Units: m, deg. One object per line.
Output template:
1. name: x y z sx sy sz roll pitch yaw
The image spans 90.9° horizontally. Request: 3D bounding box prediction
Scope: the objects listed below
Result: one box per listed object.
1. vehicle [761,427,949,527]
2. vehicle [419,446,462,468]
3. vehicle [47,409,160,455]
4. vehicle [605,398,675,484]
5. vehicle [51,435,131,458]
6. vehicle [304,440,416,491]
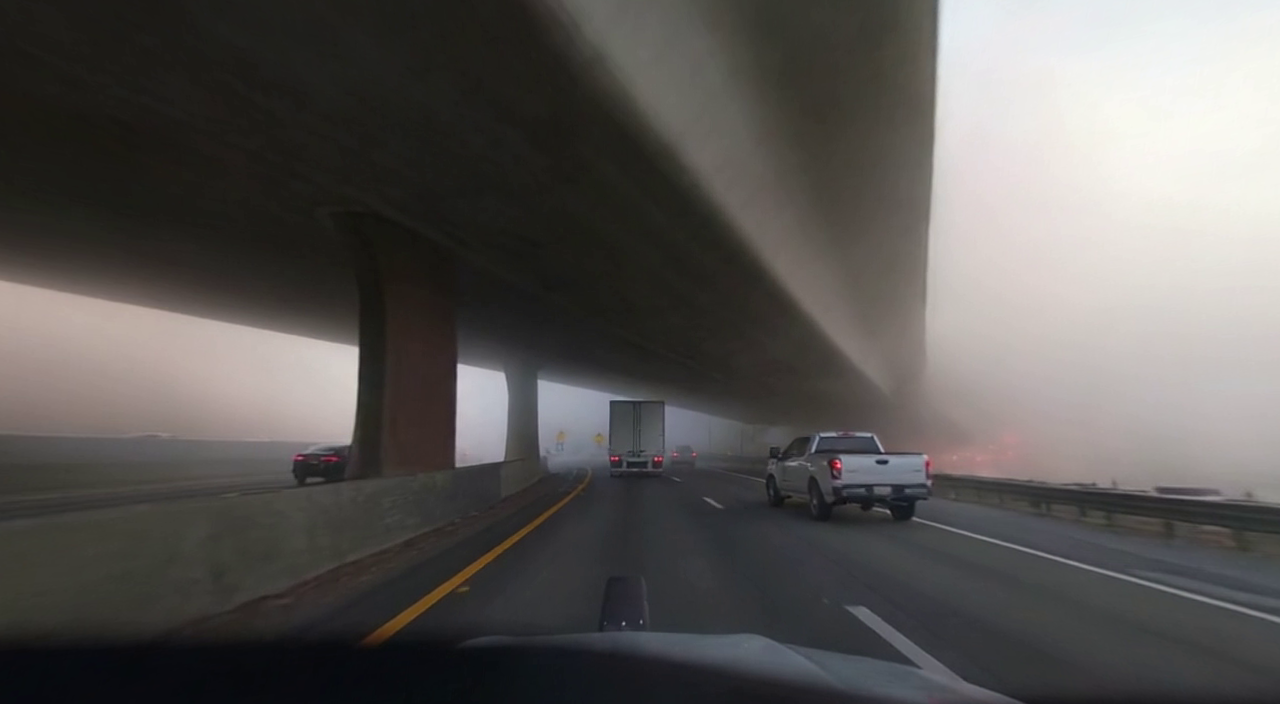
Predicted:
1. vehicle: 4.244 2.572 13.593 2.189 1.709 5.131 0 -9 -1
2. vehicle: -14.495 7.622 46.130 1.906 1.510 4.303 0 -9 -3
3. vehicle: -41.299 6.291 48.943 2.643 3.226 7.180 0 -9 -3
4. vehicle: -0.070 4.580 32.146 2.916 3.584 10.841 0 -9 -1
5. vehicle: -36.682 6.290 42.283 1.685 1.437 4.139 -1 -7 -2
6. vehicle: -9.567 3.894 21.995 2.006 1.562 4.475 0 -9 -2
